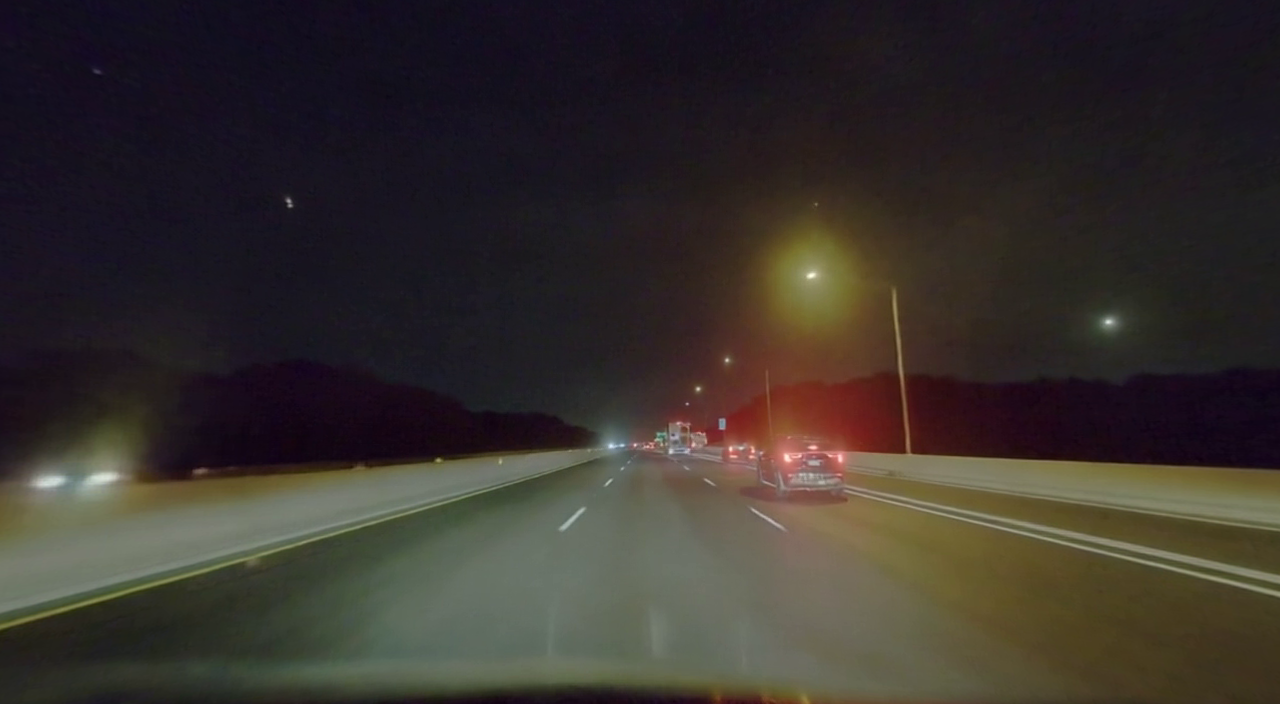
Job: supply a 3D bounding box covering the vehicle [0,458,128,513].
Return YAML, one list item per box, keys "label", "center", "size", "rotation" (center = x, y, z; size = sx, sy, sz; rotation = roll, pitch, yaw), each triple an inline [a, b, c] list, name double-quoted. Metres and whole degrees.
- label: "vehicle"
  center: [-19.279, 4.276, 20.553]
  size: [1.875, 1.506, 3.736]
  rotation: [0, -8, 1]
